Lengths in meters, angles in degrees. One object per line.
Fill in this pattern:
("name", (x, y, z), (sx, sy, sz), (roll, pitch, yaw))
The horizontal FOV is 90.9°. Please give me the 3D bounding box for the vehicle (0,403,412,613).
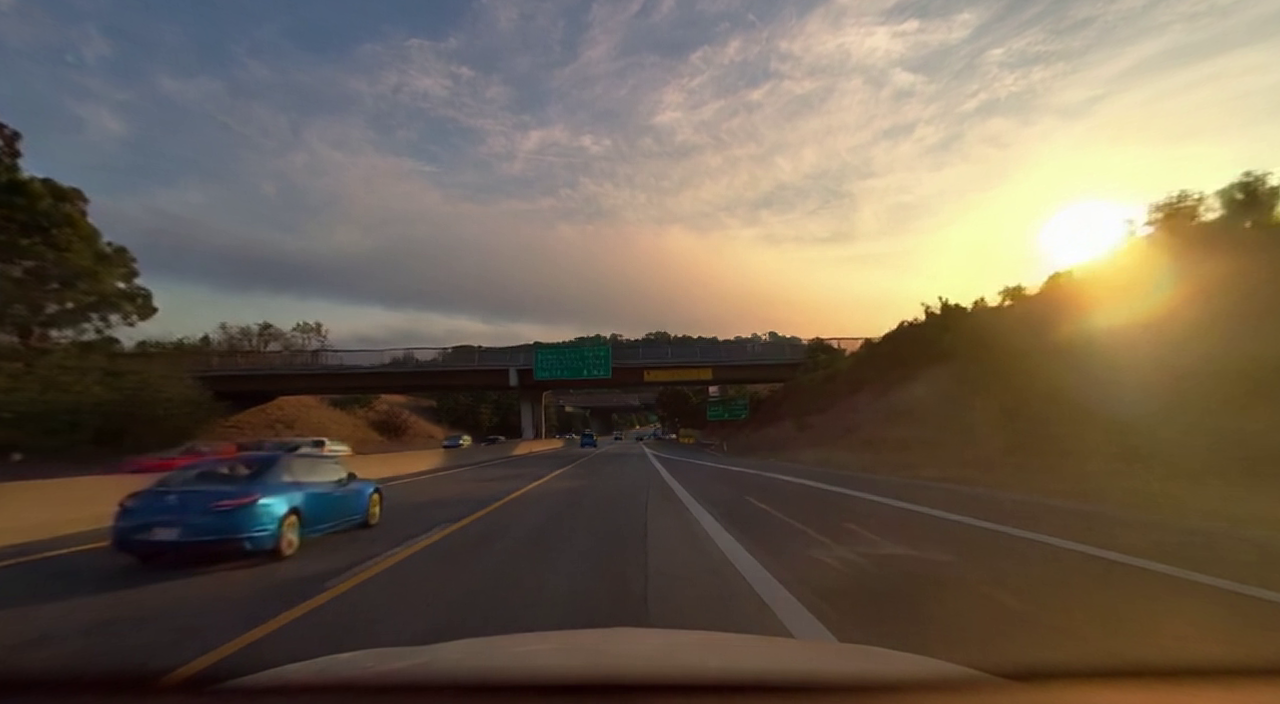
("vehicle", (-4.534, 1.526, 7.299), (2.086, 1.624, 4.607), (0, -8, 0))
